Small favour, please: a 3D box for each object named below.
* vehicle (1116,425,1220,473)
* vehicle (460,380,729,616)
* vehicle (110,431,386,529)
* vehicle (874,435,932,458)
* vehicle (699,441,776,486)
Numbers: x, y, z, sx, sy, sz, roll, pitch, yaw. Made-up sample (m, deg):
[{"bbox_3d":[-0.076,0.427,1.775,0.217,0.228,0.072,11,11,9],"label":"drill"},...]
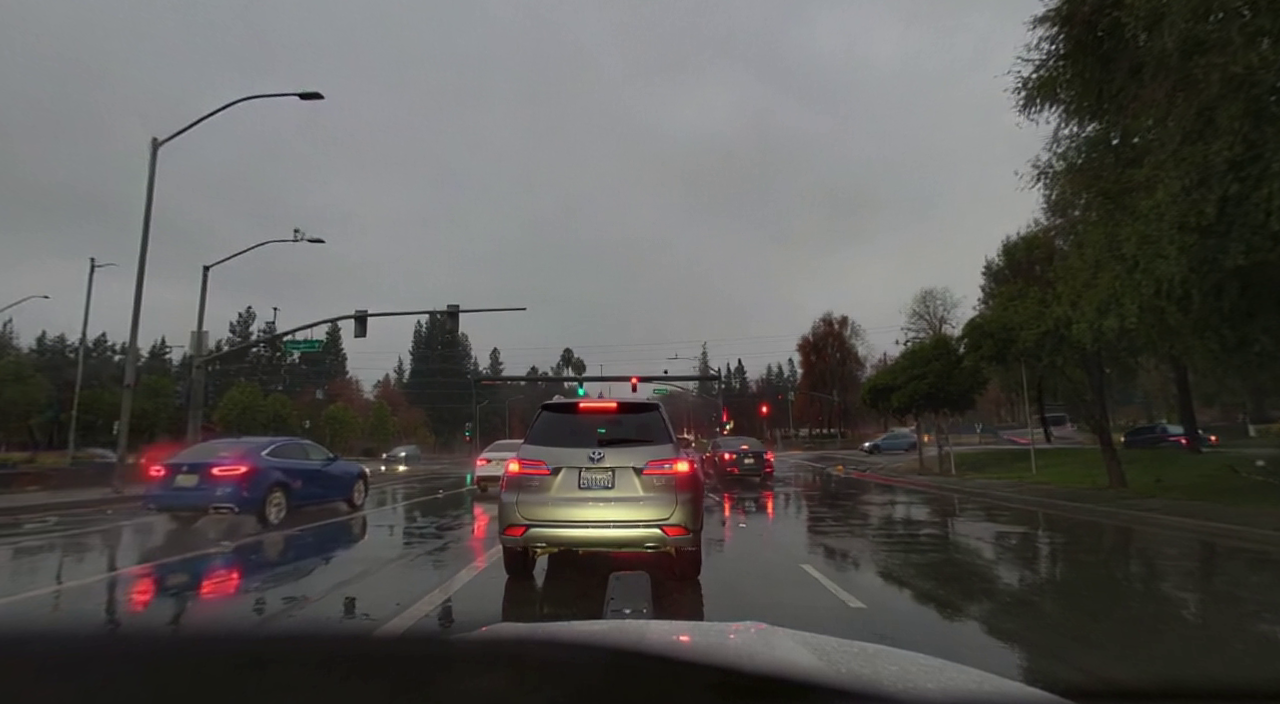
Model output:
[{"bbox_3d":[19.243,3.512,22.929,4.215,1.578,1.892,7,-11,-37],"label":"vehicle"},{"bbox_3d":[-0.345,1.440,7.096,2.064,1.817,4.298,0,-8,0],"label":"vehicle"},{"bbox_3d":[-6.975,2.320,12.103,2.060,1.473,4.950,0,-8,1],"label":"vehicle"},{"bbox_3d":[20.003,7.201,47.919,4.361,1.653,2.034,6,-10,-35],"label":"vehicle"},{"bbox_3d":[3.337,3.898,22.383,2.104,1.441,4.240,0,-8,1],"label":"vehicle"}]
